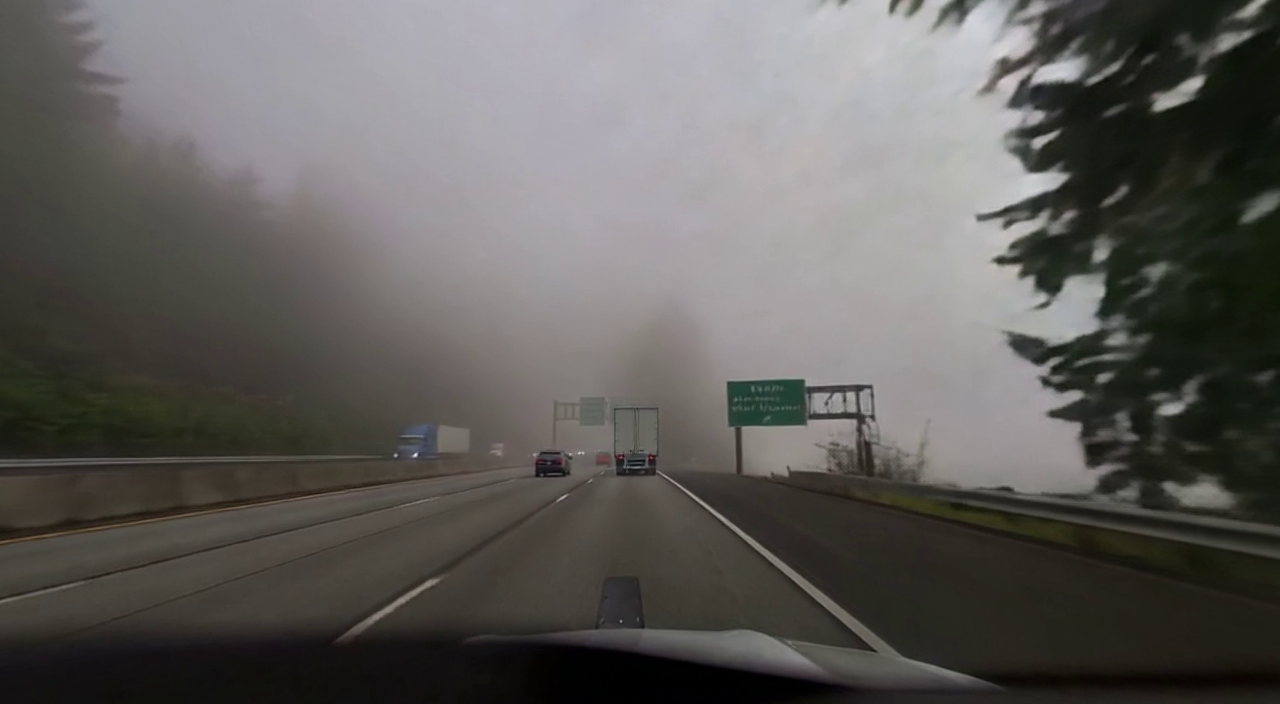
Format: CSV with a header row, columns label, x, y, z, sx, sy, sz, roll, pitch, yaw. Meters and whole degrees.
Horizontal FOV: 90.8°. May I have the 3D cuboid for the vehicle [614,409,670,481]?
label,x,y,z,sx,sy,sz,roll,pitch,yaw
vehicle,0.002,5.958,39.793,2.976,3.800,12.335,0,-9,-1

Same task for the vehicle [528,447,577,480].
label,x,y,z,sx,sy,sz,roll,pitch,yaw
vehicle,-4.431,5.746,32.574,1.964,1.556,4.071,0,-9,0
